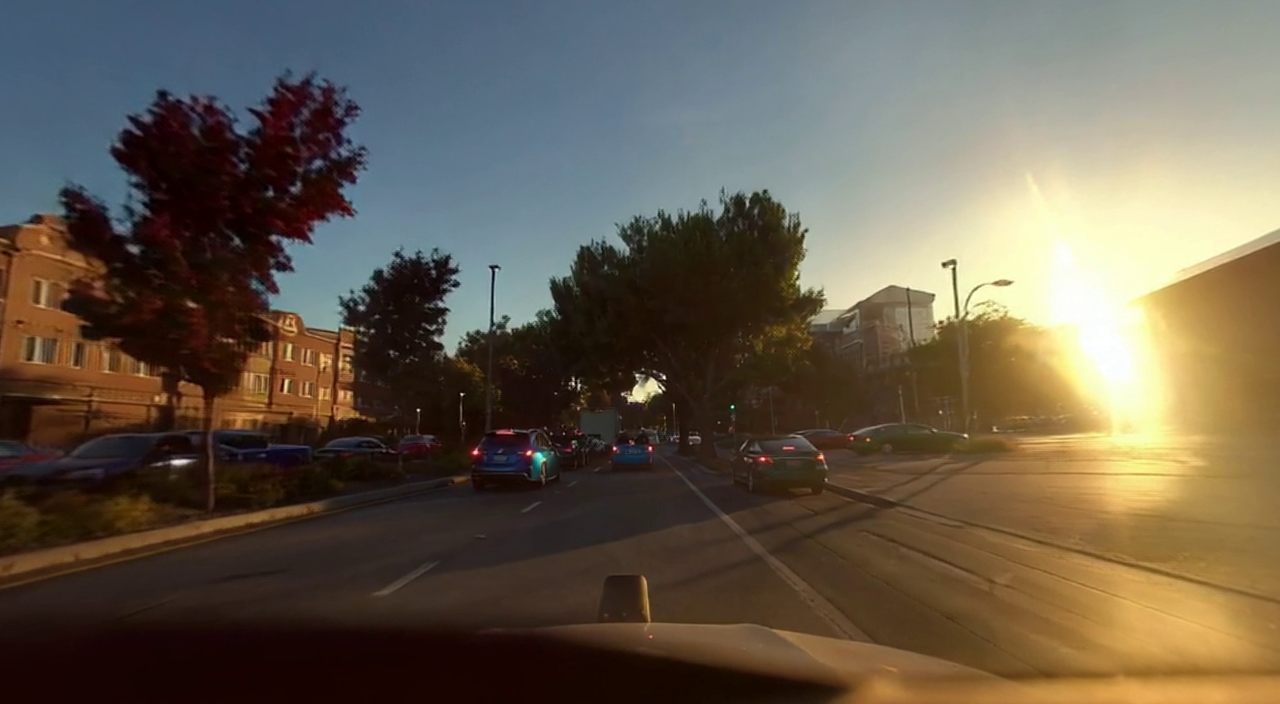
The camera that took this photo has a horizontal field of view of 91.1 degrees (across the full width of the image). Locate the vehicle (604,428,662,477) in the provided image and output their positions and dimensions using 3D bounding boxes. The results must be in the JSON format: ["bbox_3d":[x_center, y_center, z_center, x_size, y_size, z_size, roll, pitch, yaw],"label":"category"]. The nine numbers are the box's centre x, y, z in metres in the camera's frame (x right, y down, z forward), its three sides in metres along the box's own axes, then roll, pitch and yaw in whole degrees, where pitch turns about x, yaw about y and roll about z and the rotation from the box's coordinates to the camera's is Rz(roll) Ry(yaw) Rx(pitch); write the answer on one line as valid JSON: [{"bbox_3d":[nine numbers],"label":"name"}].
[{"bbox_3d":[-0.190,3.810,24.033,2.022,1.700,4.084,0,-8,1],"label":"vehicle"}]

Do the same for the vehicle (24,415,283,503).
[{"bbox_3d":[-12.277,2.764,16.599,2.245,1.908,5.613,0,-8,1],"label":"vehicle"}]

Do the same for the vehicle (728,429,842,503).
[{"bbox_3d":[3.346,2.696,15.271,1.847,1.554,3.885,0,-8,0],"label":"vehicle"}]

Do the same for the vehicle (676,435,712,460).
[{"bbox_3d":[3.340,6.011,39.425,1.948,1.475,4.093,0,-8,0],"label":"vehicle"}]

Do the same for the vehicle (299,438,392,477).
[{"bbox_3d":[-12.393,4.441,26.790,1.843,1.509,4.301,0,-8,0],"label":"vehicle"}]

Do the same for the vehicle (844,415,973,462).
[{"bbox_3d":[12.411,4.037,29.257,4.991,1.978,2.090,-8,-11,43],"label":"vehicle"}]

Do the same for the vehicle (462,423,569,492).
[{"bbox_3d":[-3.394,2.976,18.038,2.047,1.710,4.314,0,-8,2],"label":"vehicle"}]

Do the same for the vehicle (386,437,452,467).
[{"bbox_3d":[-12.178,5.532,34.885,1.924,1.511,4.640,0,-8,1],"label":"vehicle"}]
